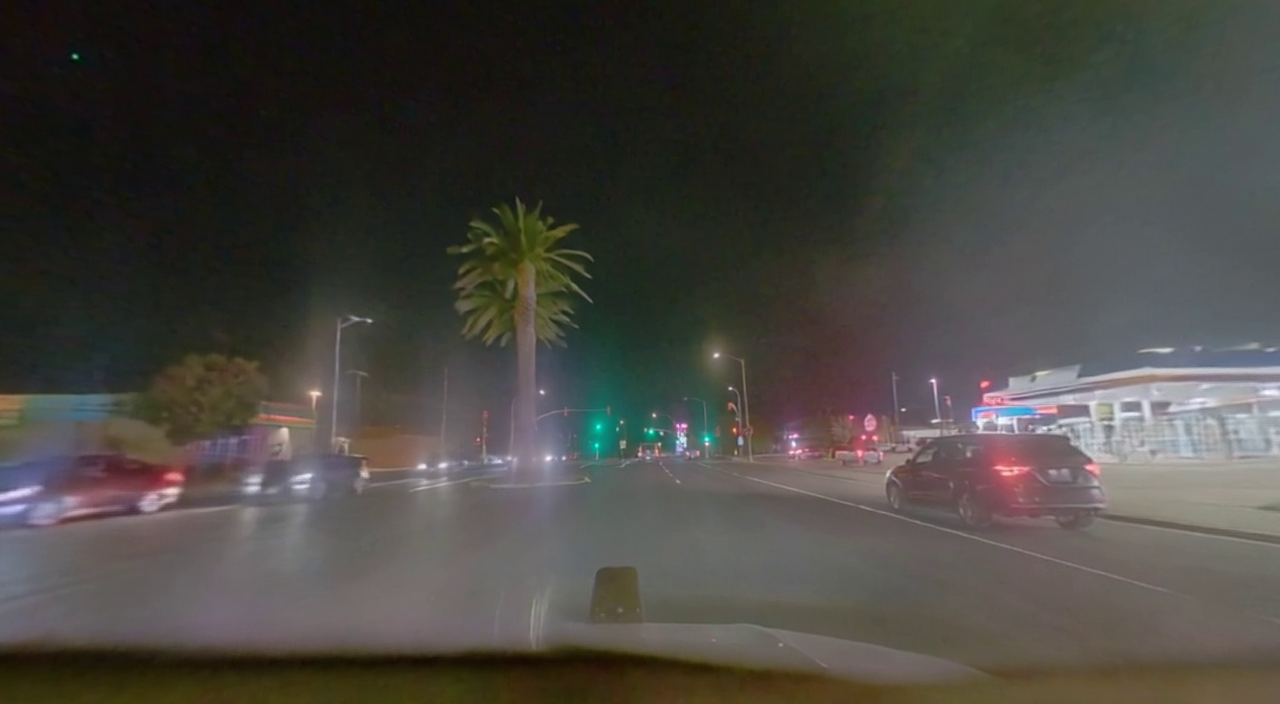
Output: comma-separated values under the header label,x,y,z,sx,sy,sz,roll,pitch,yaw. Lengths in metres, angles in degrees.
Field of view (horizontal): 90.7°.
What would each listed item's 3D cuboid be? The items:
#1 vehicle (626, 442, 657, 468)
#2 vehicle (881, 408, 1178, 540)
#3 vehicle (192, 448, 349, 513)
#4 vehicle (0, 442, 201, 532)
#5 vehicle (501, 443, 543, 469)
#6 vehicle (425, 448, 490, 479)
label,x,y,z,sx,sy,sz,roll,pitch,yaw
vehicle,0.107,7.398,45.581,2.177,1.754,3.815,0,-9,0
vehicle,6.352,2.066,11.275,2.066,1.807,4.893,0,-9,-1
vehicle,-9.246,3.204,16.228,1.806,1.444,3.606,-1,-9,1
vehicle,-12.699,2.963,14.535,2.082,1.720,4.316,0,-9,0
vehicle,-9.043,8.006,48.899,2.169,1.910,4.745,-1,-9,2
vehicle,-9.419,5.754,33.050,1.931,1.479,4.555,-1,-9,1
